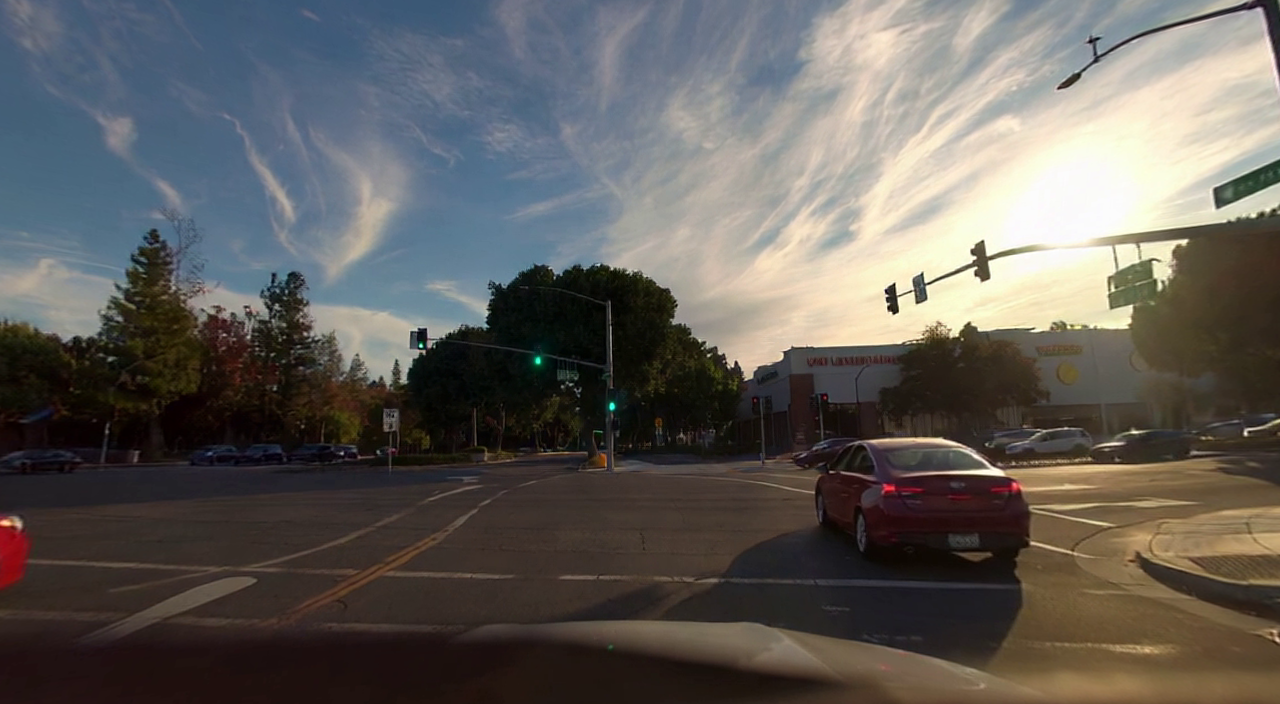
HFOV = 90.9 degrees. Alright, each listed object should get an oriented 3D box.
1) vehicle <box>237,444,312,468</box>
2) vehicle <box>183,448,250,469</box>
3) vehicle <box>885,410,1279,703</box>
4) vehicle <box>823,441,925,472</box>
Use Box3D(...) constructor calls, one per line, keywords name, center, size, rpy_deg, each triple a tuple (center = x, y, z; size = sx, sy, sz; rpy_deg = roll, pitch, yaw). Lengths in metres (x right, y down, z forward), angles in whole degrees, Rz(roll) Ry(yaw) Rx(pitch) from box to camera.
Box3D(name="vehicle", center=(-23.680, 6.746, 41.053), size=(2.201, 1.483, 4.656), rpy_deg=(0, -8, -1))
Box3D(name="vehicle", center=(-30.875, 7.738, 46.124), size=(2.105, 1.426, 4.202), rpy_deg=(0, -8, -2))
Box3D(name="vehicle", center=(3.959, 1.298, 4.884), size=(1.940, 1.487, 4.562), rpy_deg=(1, -8, -5))
Box3D(name="vehicle", center=(11.865, 5.261, 31.996), size=(4.703, 1.492, 1.930), rpy_deg=(3, -9, -22))
